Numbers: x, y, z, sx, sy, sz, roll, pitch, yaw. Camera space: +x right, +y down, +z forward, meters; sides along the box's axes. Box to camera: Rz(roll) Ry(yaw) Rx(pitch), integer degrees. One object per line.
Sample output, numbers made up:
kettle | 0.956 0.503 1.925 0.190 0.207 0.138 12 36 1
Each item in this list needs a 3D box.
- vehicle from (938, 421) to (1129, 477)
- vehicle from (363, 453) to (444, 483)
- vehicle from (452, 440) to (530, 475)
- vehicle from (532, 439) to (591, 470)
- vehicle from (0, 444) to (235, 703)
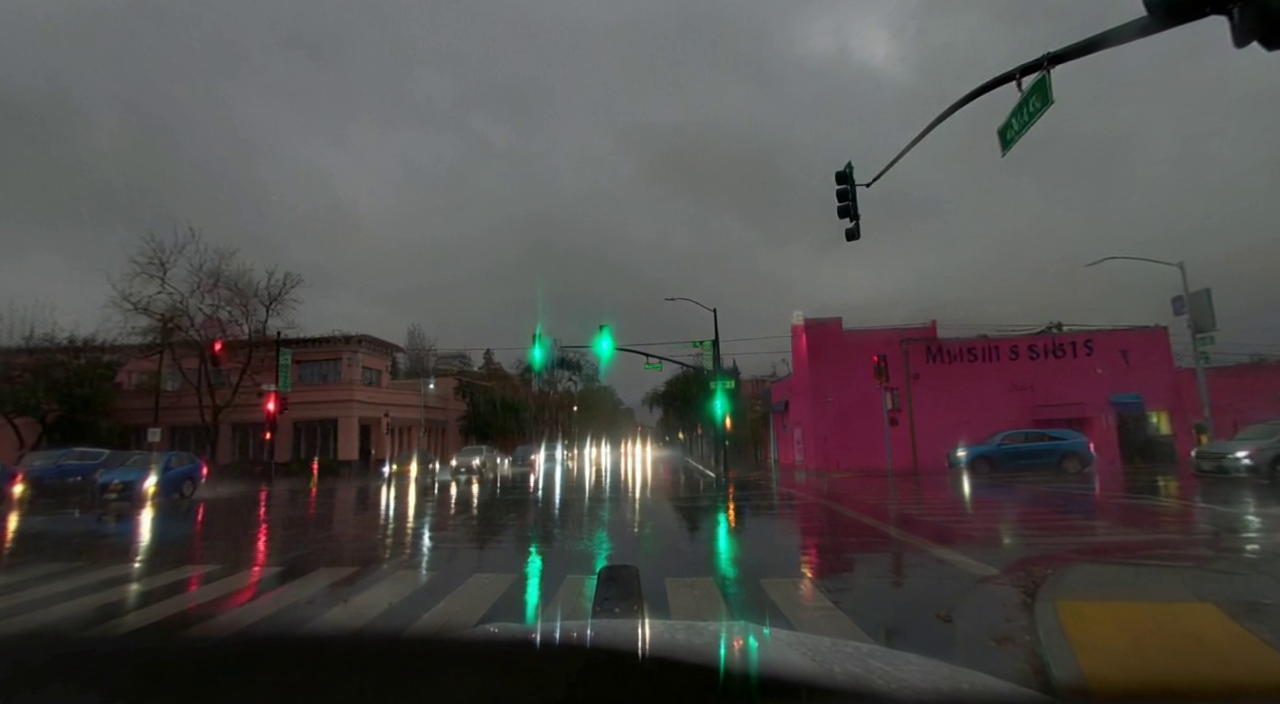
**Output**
vehicle | 11.570 2.890 18.801 4.355 1.546 1.820 -1 -9 6
vehicle | -12.592 6.173 33.882 1.976 1.425 4.567 -1 -9 9
vehicle | -8.390 5.979 36.048 2.152 1.825 5.406 -2 -9 12
vehicle | -4.497 5.977 36.862 1.928 1.647 4.575 -2 -9 13
vehicle | -3.689 0.980 2.153 1.759 1.325 4.295 0 -9 0
